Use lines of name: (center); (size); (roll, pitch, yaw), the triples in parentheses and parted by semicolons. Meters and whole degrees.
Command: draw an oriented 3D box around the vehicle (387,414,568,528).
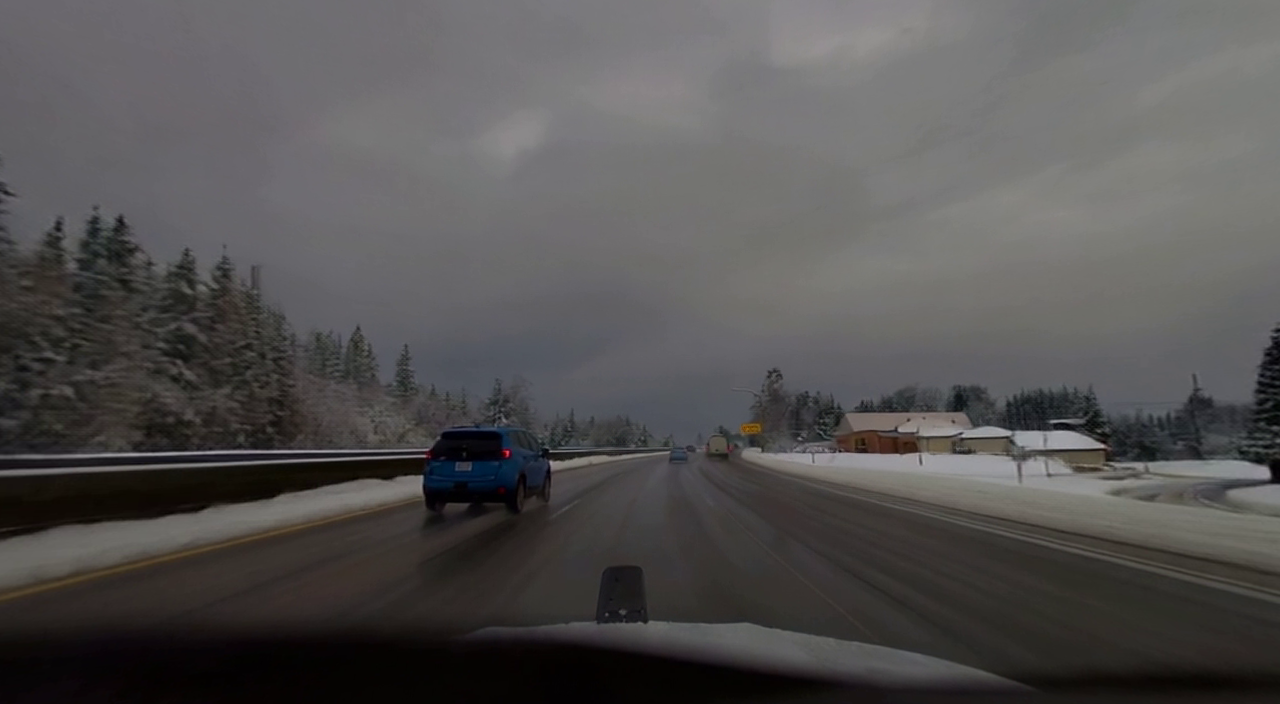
vehicle: (-2.902, 2.283, 12.649); (2.185, 1.823, 4.854); (0, -9, 2)

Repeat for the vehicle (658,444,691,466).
vehicle: (2.387, 7.087, 43.626); (2.158, 1.458, 3.656); (0, -9, 4)
